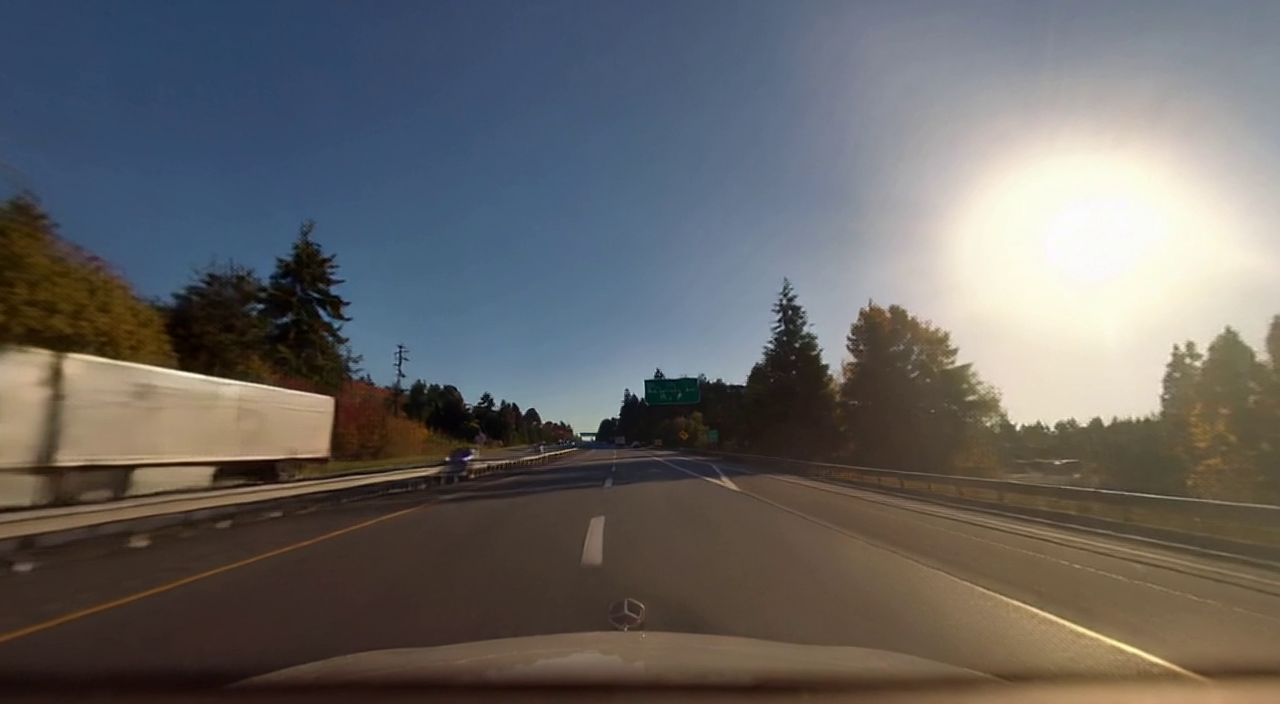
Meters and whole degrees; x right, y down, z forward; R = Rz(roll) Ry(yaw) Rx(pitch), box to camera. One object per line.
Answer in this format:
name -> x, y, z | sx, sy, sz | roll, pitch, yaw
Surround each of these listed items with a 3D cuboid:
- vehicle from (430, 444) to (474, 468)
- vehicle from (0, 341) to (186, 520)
vehicle -> -12.634, 7.029, 42.697 | 1.847, 1.481, 4.216 | 0, -9, -3
vehicle -> -15.725, 2.151, 16.641 | 2.968, 3.954, 5.903 | 0, -9, -2
